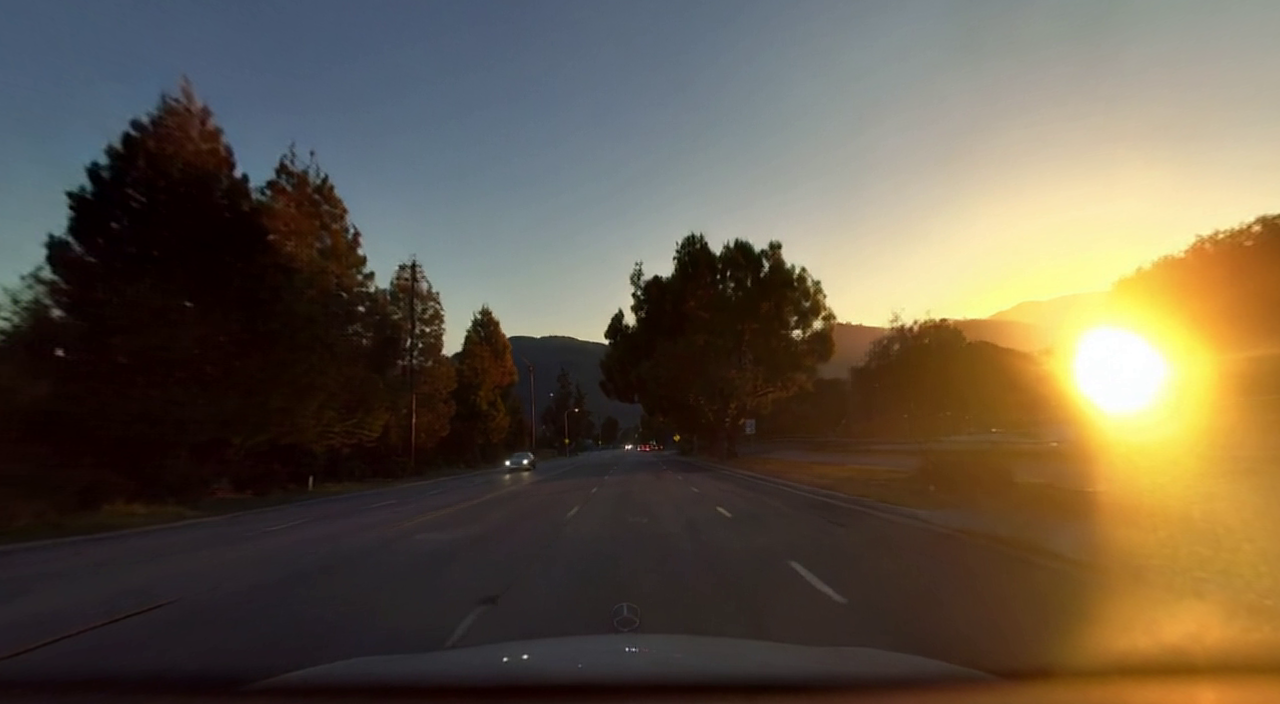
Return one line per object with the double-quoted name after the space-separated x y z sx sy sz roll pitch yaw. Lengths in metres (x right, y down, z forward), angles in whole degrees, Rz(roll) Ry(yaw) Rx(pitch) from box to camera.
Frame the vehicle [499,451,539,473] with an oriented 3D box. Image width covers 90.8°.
-8.950 8.181 47.108 2.011 1.482 4.671 0 -8 1 "vehicle"
